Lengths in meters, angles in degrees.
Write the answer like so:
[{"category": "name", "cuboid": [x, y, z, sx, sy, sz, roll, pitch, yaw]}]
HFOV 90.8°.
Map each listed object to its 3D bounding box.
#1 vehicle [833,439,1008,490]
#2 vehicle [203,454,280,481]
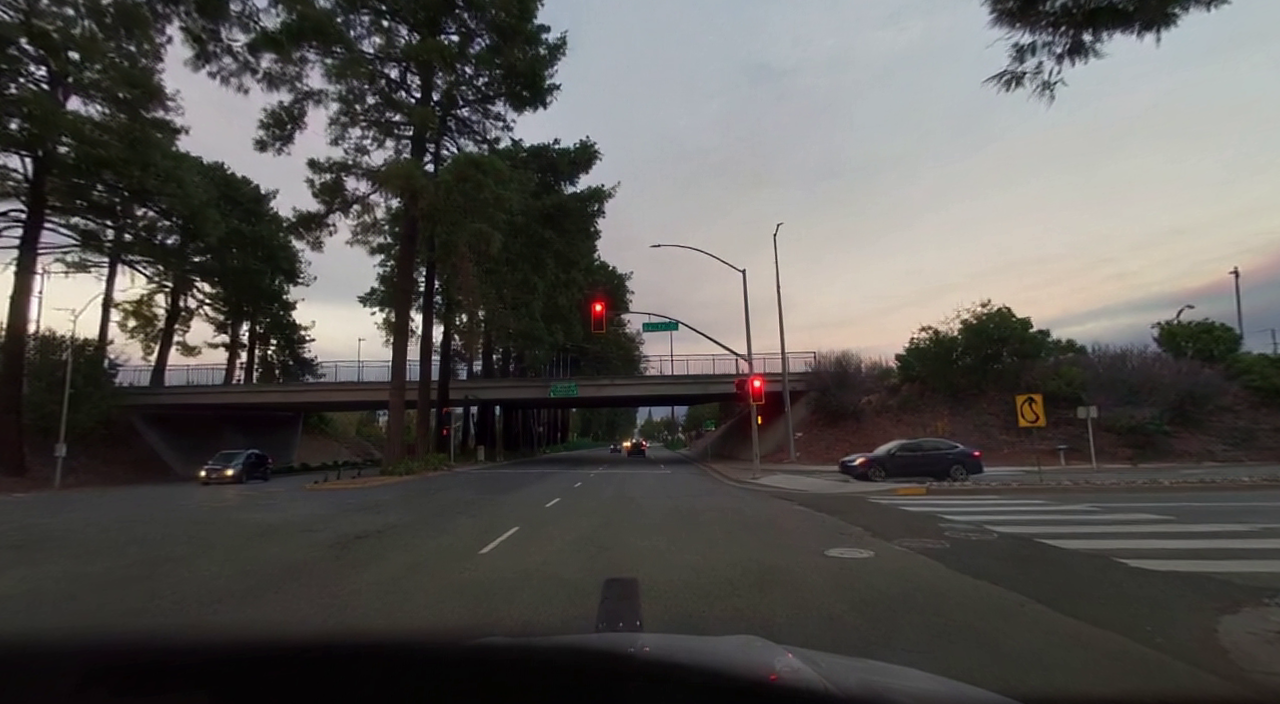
[{"category": "vehicle", "cuboid": [8.686, 3.466, 19.764, 4.691, 1.466, 1.800, 1, -9, -8]}, {"category": "vehicle", "cuboid": [-23.922, 6.909, 38.112, 1.834, 1.482, 4.310, 0, -8, 0]}]
